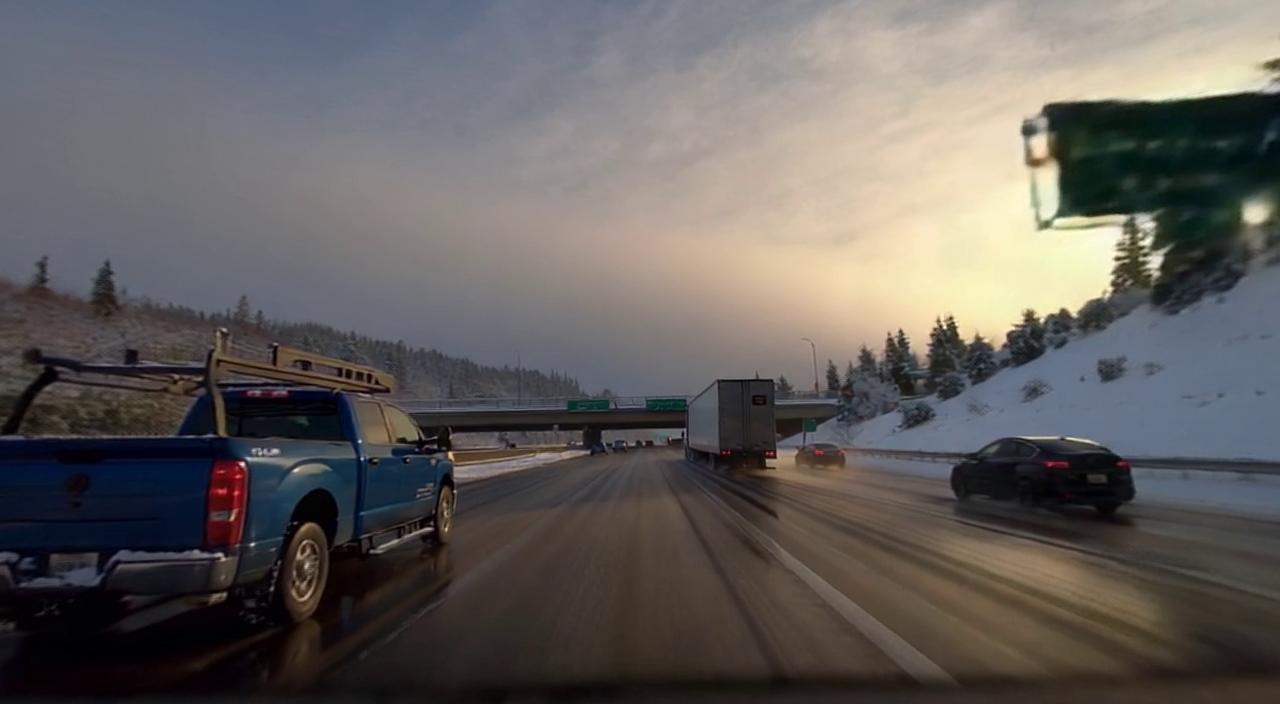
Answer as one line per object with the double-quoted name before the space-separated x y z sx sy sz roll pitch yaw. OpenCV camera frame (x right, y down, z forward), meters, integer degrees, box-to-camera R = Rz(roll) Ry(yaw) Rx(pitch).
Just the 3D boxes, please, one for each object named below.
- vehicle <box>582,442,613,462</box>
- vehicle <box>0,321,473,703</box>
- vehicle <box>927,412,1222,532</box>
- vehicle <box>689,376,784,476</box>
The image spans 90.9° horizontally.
"vehicle" -3.223 7.752 48.943 2.077 1.446 4.106 0 -8 1
"vehicle" -3.910 1.310 6.582 2.599 2.054 6.288 0 -8 0
"vehicle" 7.301 2.064 11.416 1.999 1.700 4.640 0 -9 0
"vehicle" 4.399 3.963 32.133 2.885 4.036 12.891 0 -8 0
